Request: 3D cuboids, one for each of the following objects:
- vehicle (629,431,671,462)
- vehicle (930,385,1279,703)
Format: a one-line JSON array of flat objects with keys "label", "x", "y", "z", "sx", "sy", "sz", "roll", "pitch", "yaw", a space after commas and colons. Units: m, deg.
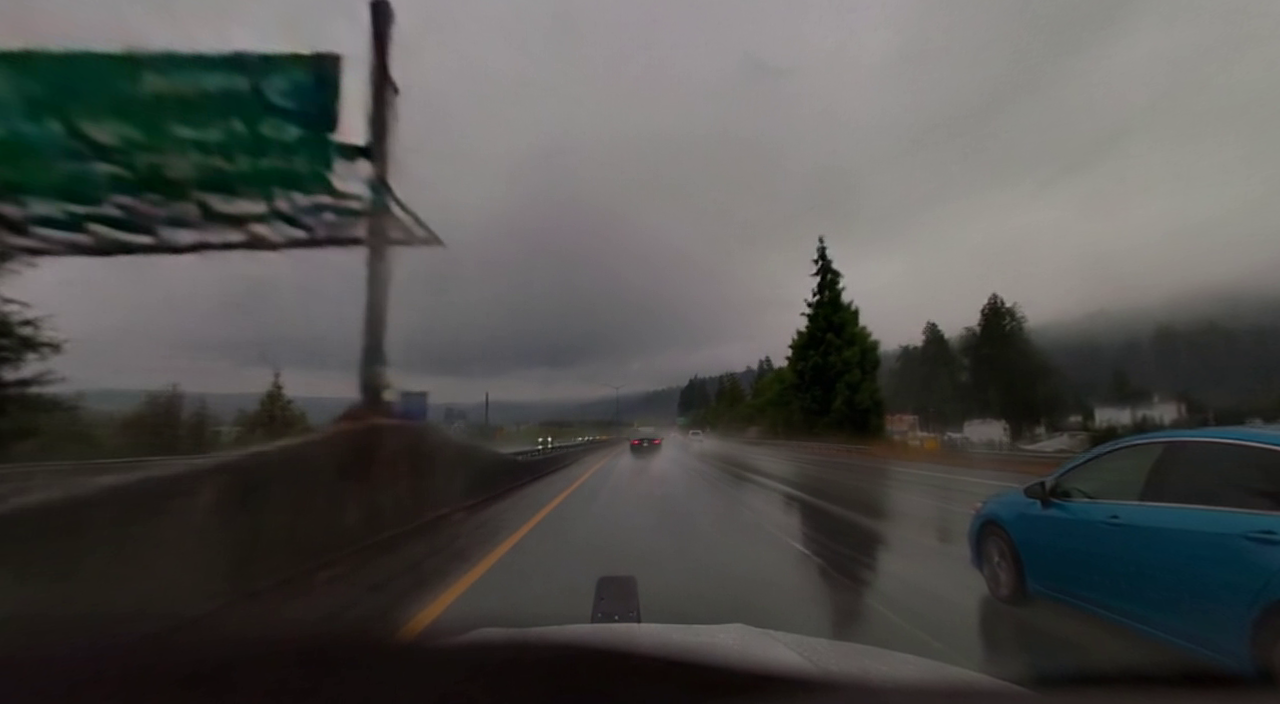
[{"label": "vehicle", "x": 0.478, "y": 4.943, "z": 33.094, "sx": 2.046, "sy": 1.526, "sz": 3.903, "roll": 0, "pitch": -8, "yaw": -1}, {"label": "vehicle", "x": 3.589, "y": 0.973, "z": 3.264, "sx": 1.981, "sy": 1.467, "sz": 4.459, "roll": 0, "pitch": -8, "yaw": -1}]
